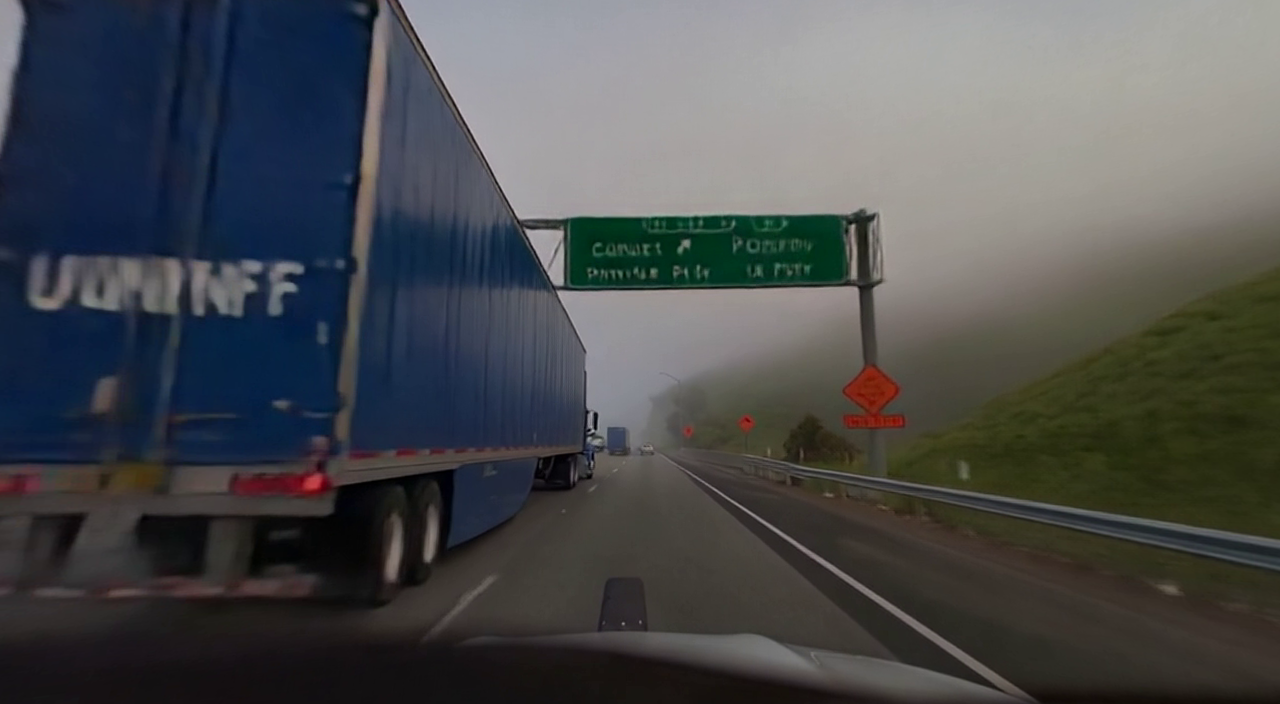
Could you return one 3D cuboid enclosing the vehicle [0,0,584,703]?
[{"bbox_3d":[-3.249,0.688,10.260,3.202,4.352,16.251,0,-8,0],"label":"vehicle"}]
